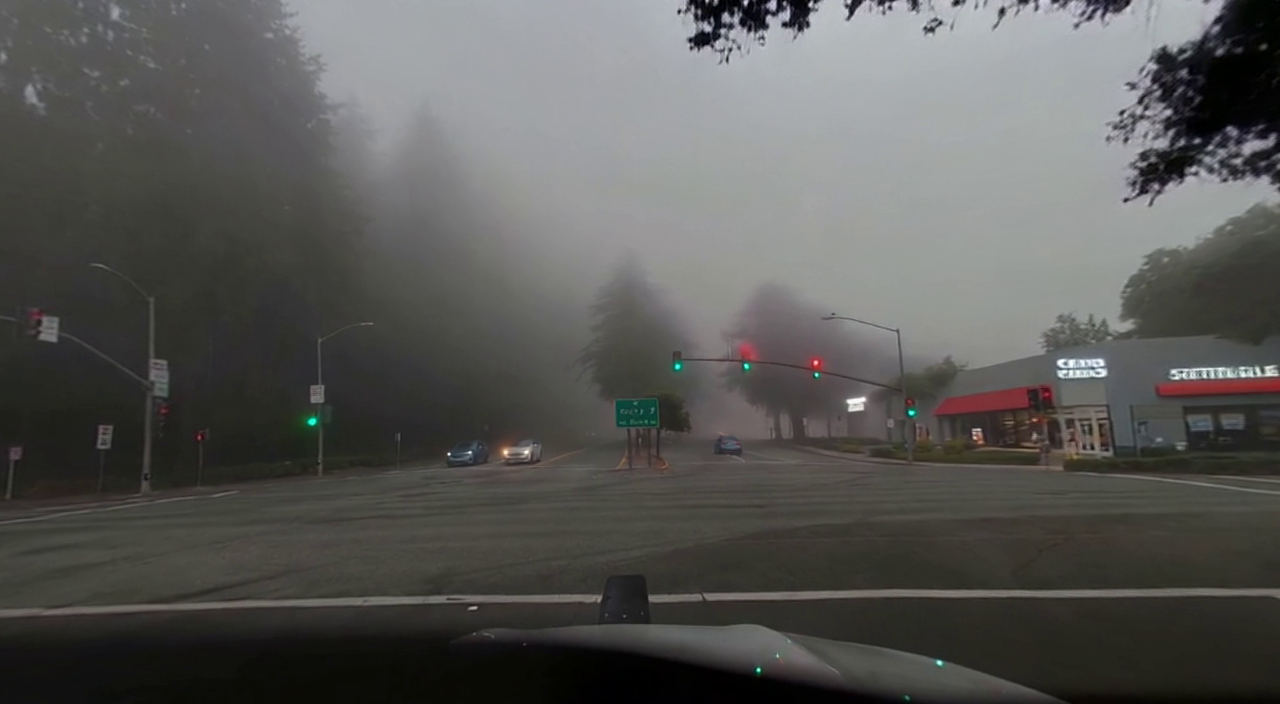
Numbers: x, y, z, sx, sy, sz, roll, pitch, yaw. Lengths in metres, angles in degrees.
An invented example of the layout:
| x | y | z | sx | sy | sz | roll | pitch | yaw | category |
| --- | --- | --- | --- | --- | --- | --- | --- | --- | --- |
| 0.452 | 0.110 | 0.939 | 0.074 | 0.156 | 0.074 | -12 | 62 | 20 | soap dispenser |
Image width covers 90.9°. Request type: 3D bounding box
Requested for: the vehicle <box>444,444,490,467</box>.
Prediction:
| x | y | z | sx | sy | sz | roll | pitch | yaw | category |
| --- | --- | --- | --- | --- | --- | --- | --- | --- | --- |
| -11.688 | 7.030 | 42.913 | 2.111 | 1.499 | 4.371 | 0 | -9 | -3 | vehicle |

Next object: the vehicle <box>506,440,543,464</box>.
| x | y | z | sx | sy | sz | roll | pitch | yaw | category |
| --- | --- | --- | --- | --- | --- | --- | --- | --- | --- |
| -7.984 | 6.985 | 44.042 | 1.920 | 1.546 | 4.086 | 0 | -9 | -2 | vehicle |
